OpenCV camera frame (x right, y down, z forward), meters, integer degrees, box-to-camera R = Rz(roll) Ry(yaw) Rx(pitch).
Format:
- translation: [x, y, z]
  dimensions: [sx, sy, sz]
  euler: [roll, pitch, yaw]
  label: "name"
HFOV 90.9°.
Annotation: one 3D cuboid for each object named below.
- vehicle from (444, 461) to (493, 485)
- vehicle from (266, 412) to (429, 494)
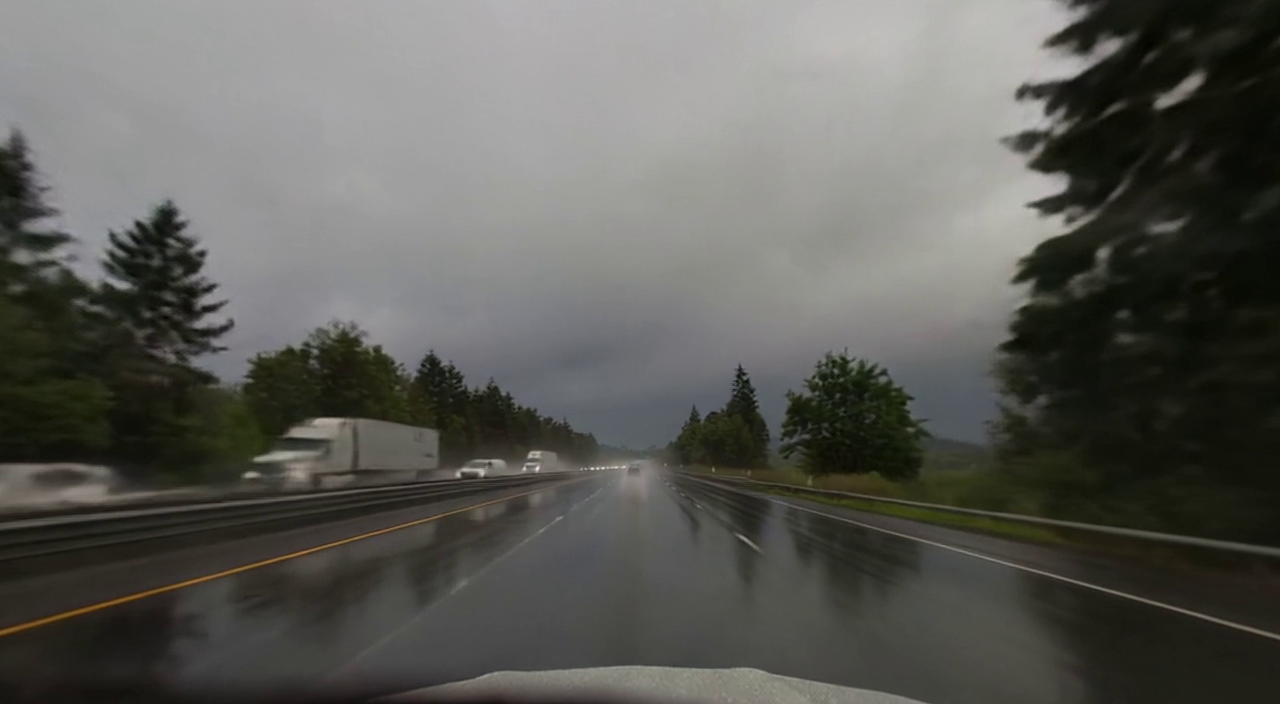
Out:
- translation: [-12.077, 8.569, 44.762]
  dimensions: [2.189, 1.563, 4.504]
  euler: [0, -10, 0]
  label: "vehicle"
- translation: [-16.689, 6.230, 37.958]
  dimensions: [2.926, 3.957, 14.303]
  euler: [1, -11, 0]
  label: "vehicle"
